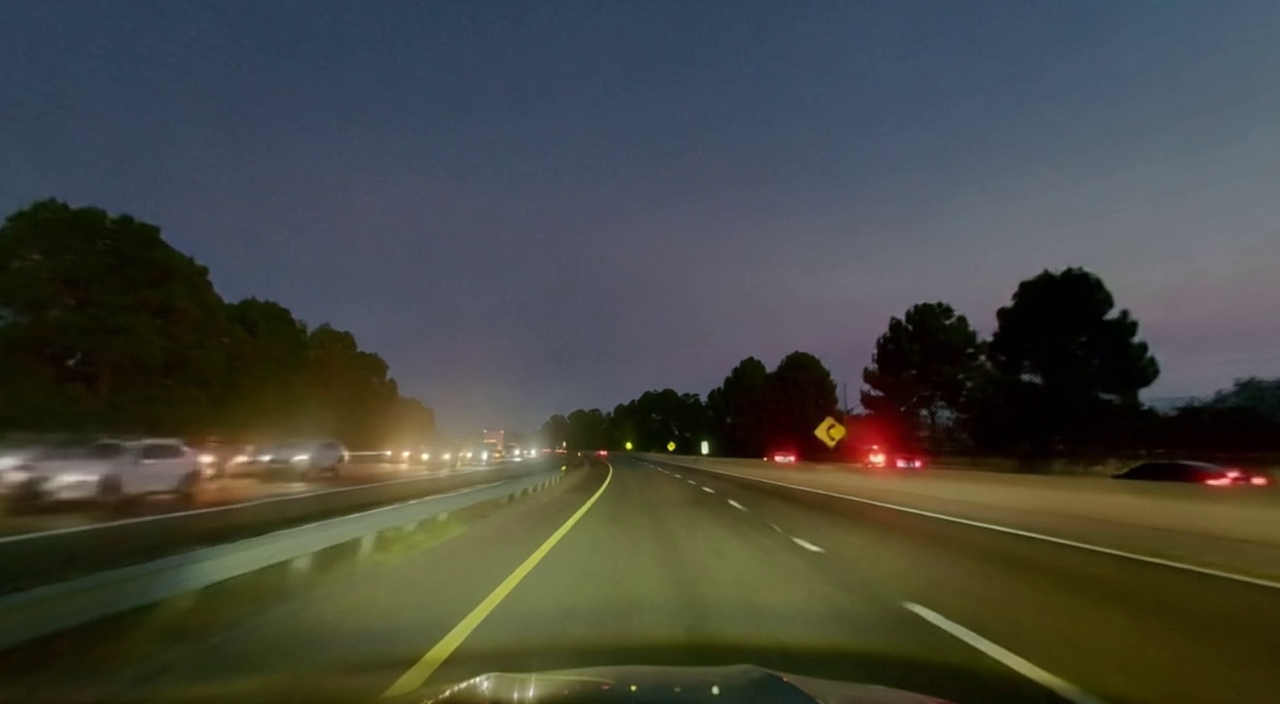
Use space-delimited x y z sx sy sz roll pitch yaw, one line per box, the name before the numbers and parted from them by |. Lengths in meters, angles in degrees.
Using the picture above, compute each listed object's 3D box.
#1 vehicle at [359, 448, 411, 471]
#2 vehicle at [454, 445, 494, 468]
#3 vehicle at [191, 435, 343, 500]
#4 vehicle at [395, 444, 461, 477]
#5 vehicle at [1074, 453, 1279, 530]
vehicle | -17.450 7.368 43.151 1.872 1.472 4.677 0 -9 -4
vehicle | -11.852 7.468 44.884 1.924 1.579 4.165 0 -9 -3
vehicle | -9.803 3.055 16.872 1.832 1.507 3.859 0 -9 -3
vehicle | -10.775 5.546 32.281 1.946 1.519 4.791 0 -9 -3
vehicle | 13.345 3.281 15.412 1.941 1.536 4.585 0 -9 -1
